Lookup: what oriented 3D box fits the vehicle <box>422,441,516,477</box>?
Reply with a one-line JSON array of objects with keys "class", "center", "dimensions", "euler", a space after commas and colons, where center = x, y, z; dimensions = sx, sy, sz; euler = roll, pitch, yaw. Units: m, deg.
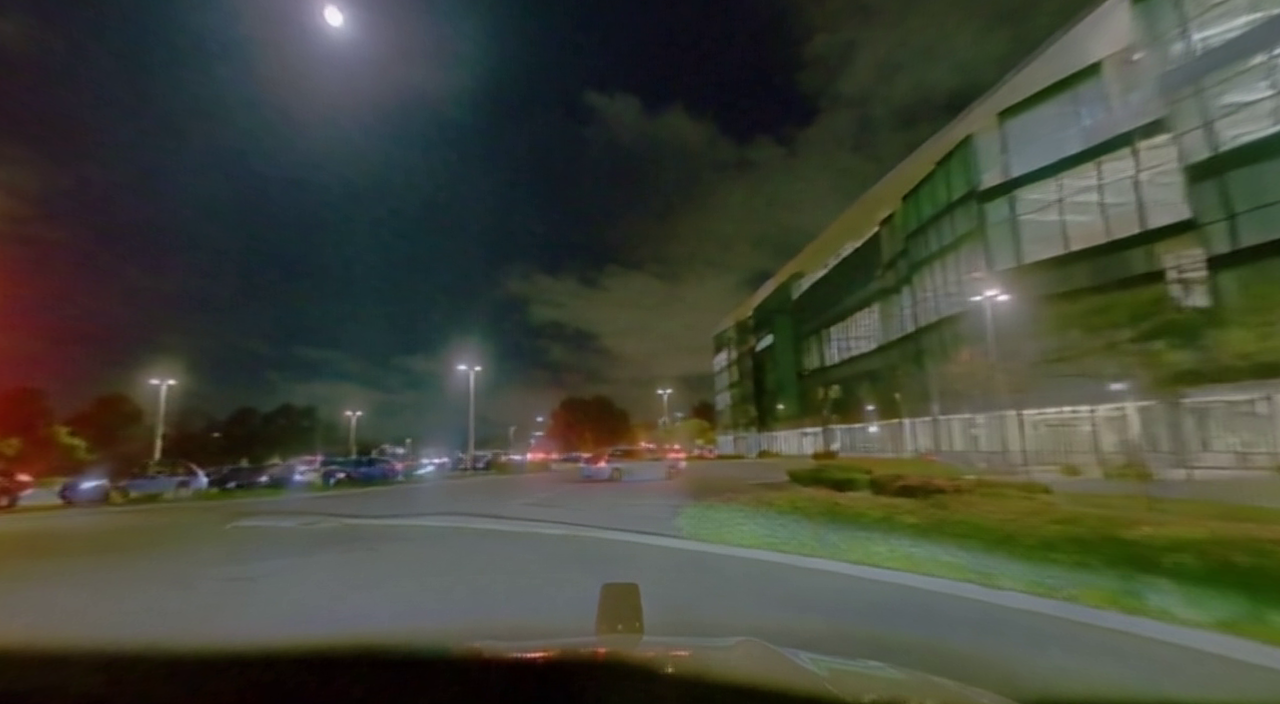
[{"class": "vehicle", "center": [-10.618, 6.664, 39.279], "dimensions": [5.285, 1.837, 2.318], "euler": [-8, -10, 21]}]

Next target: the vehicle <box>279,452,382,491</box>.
[{"class": "vehicle", "center": [-14.802, 5.713, 30.204], "dimensions": [4.622, 1.479, 1.849], "euler": [-8, -11, 22]}]

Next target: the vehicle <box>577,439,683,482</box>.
[{"class": "vehicle", "center": [-0.523, 5.326, 30.969], "dimensions": [4.755, 1.707, 1.889], "euler": [-9, -11, 24]}]

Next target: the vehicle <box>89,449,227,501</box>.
[{"class": "vehicle", "center": [-17.839, 4.549, 23.354], "dimensions": [4.934, 1.543, 1.915], "euler": [-8, -11, 25]}]
